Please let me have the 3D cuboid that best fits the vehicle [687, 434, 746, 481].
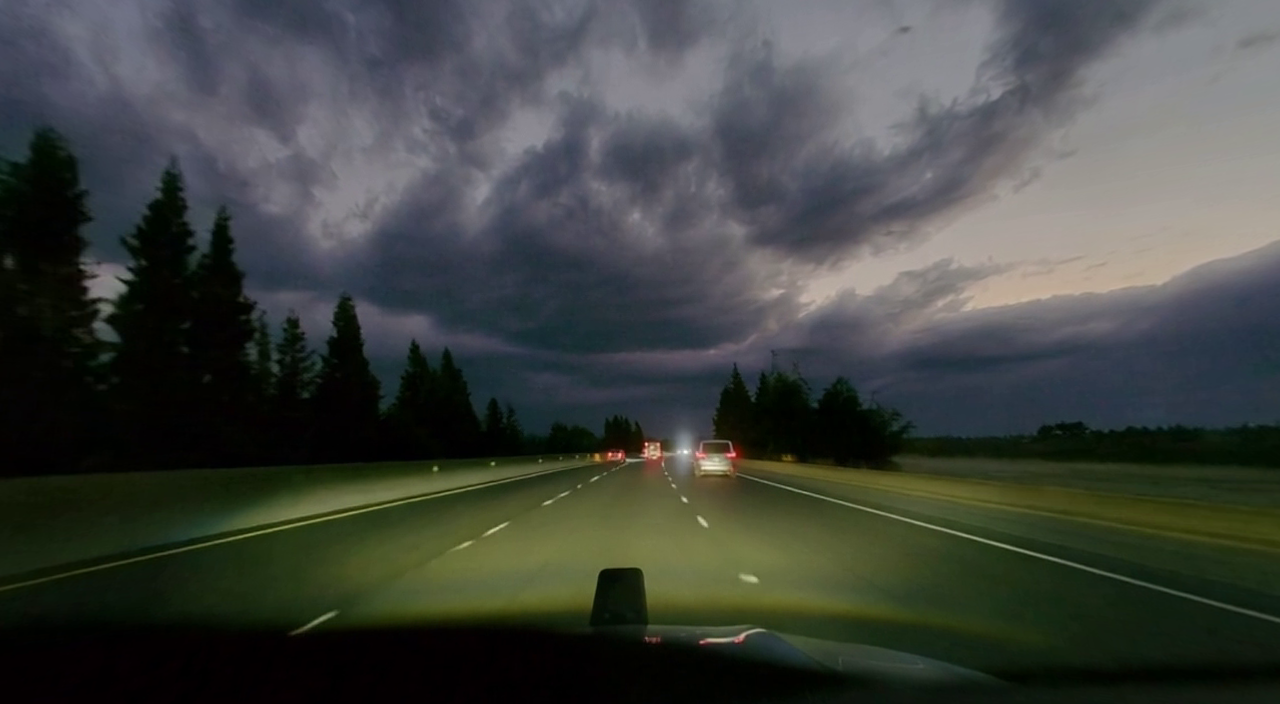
[{"bbox_3d":[3.502,4.974,29.801,2.219,2.033,4.911,0,-9,1],"label":"vehicle"}]
